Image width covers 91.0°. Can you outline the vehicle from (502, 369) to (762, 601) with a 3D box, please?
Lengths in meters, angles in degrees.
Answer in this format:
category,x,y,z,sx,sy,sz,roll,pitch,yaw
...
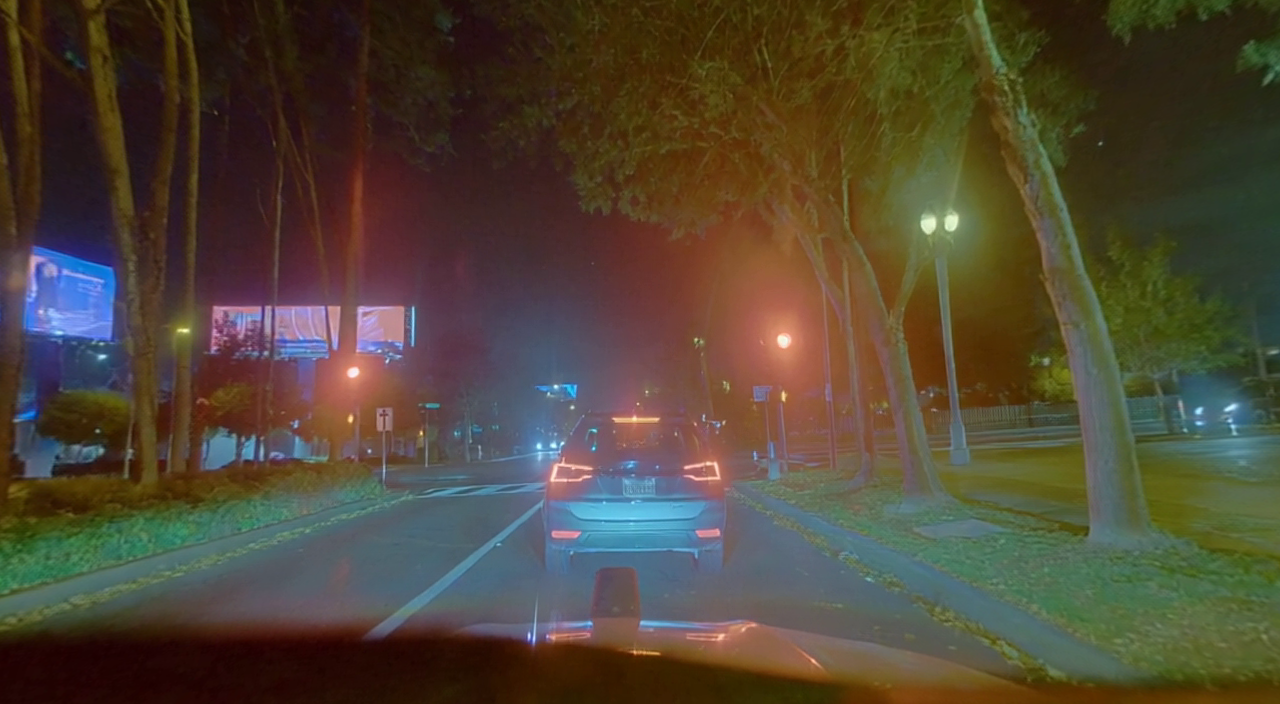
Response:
category,x,y,z,sx,sy,sz,roll,pitch,yaw
vehicle,-0.063,1.374,7.212,2.142,1.904,3.816,-1,-8,0

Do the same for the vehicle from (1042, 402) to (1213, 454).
category,x,y,z,sx,sy,sz,roll,pitch,yaw
vehicle,15.270,2.446,19.940,3.750,1.502,1.781,-2,-8,13
